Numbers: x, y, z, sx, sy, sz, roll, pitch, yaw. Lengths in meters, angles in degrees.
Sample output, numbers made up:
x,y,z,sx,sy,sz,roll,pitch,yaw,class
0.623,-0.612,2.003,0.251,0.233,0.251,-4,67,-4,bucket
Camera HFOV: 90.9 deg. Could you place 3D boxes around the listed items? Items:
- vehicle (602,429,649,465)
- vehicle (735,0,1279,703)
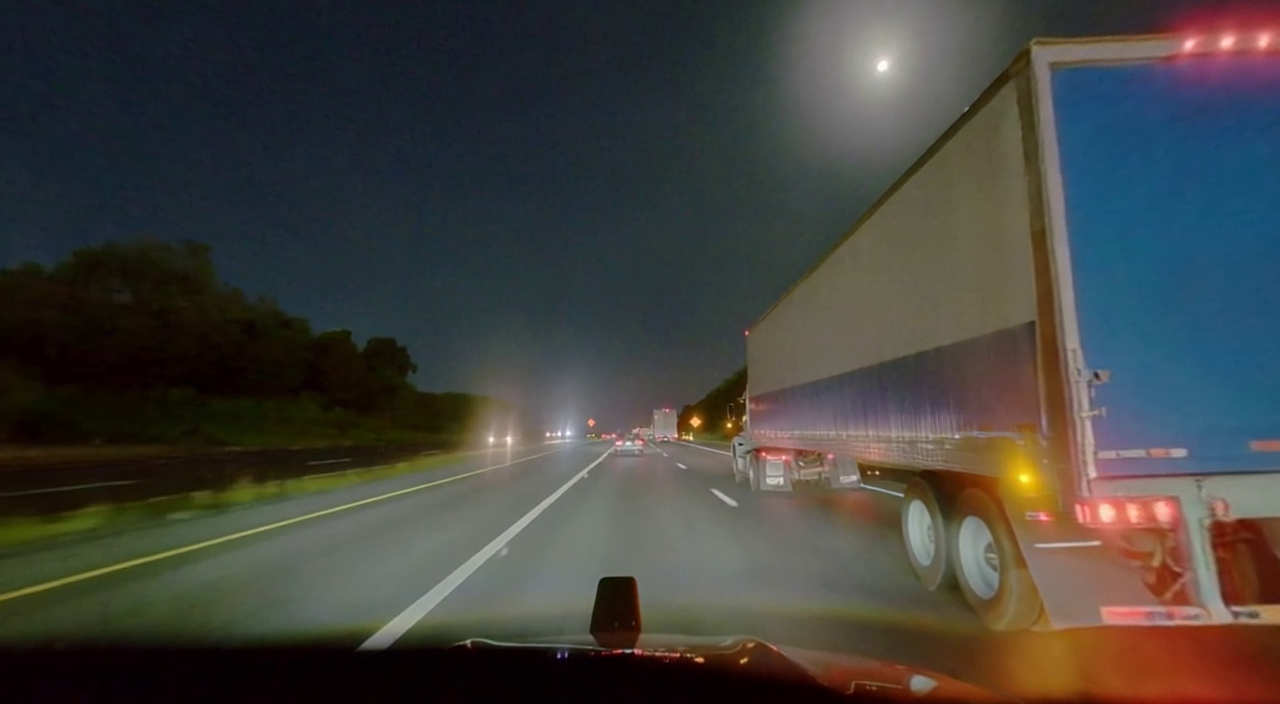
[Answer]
x,y,z,sx,sy,sz,roll,pitch,yaw,class
-0.647,4.172,27.989,1.929,1.469,3.677,0,-8,-1,vehicle
3.676,0.478,7.932,2.919,3.634,10.888,0,-8,-2,vehicle
